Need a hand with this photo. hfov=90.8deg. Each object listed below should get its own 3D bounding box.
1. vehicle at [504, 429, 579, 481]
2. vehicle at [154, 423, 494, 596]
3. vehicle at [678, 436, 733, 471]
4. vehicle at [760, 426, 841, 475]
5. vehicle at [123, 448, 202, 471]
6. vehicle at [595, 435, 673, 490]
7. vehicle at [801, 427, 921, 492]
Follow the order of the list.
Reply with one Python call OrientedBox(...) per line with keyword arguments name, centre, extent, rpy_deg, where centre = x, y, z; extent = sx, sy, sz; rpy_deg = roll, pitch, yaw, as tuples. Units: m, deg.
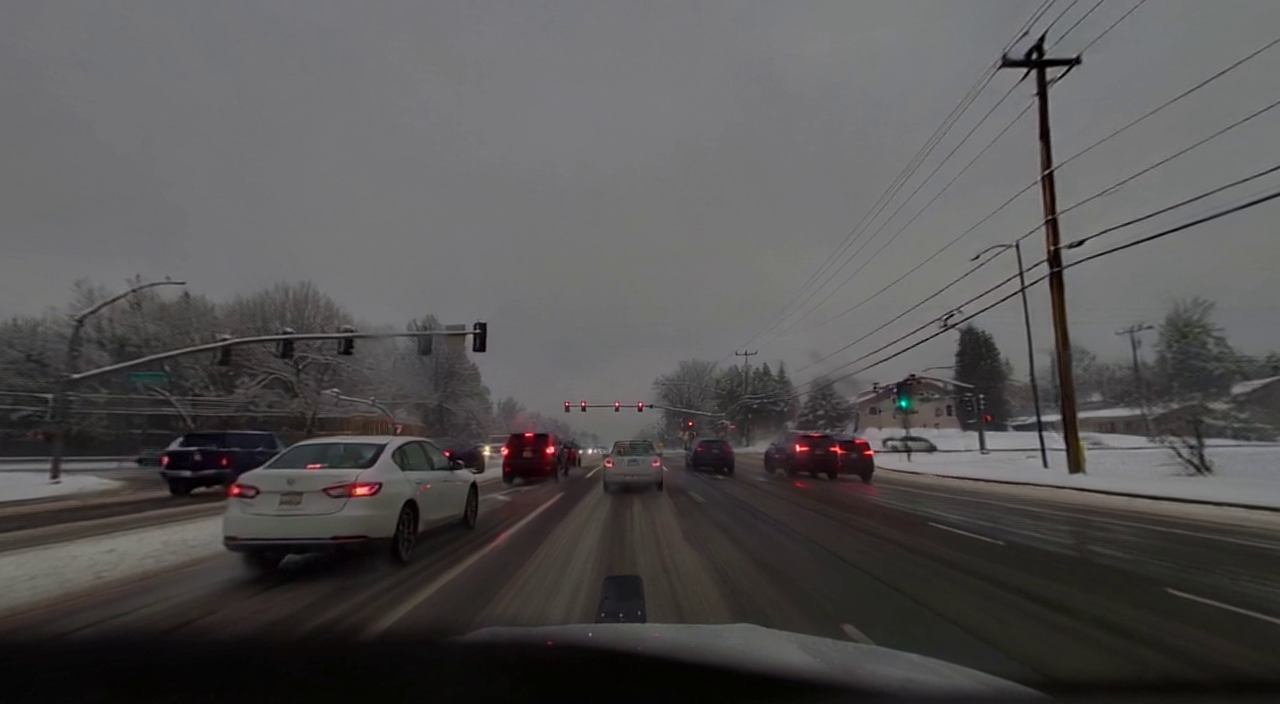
OrientedBox(name="vehicle", centre=(-3.453, 3.711, 23.013), extent=(2.033, 1.714, 4.278), rpy_deg=(0, -8, 0))
OrientedBox(name="vehicle", centre=(-3.209, 1.672, 7.617), extent=(1.837, 1.463, 4.311), rpy_deg=(0, -8, 1))
OrientedBox(name="vehicle", centre=(2.990, 4.791, 29.918), extent=(1.987, 1.515, 4.521), rpy_deg=(0, -8, -2))
OrientedBox(name="vehicle", centre=(7.147, 4.475, 28.791), extent=(2.156, 1.982, 5.358), rpy_deg=(0, -8, -1))
OrientedBox(name="vehicle", centre=(-37.195, 8.368, 49.277), extent=(4.649, 1.653, 1.885), rpy_deg=(0, -8, 0))
OrientedBox(name="vehicle", centre=(-0.175, 3.263, 18.970), extent=(2.098, 1.431, 3.958), rpy_deg=(0, -8, -1))
OrientedBox(name="vehicle", centre=(6.402, 3.174, 18.884), extent=(1.945, 1.706, 4.190), rpy_deg=(0, -8, -2))
